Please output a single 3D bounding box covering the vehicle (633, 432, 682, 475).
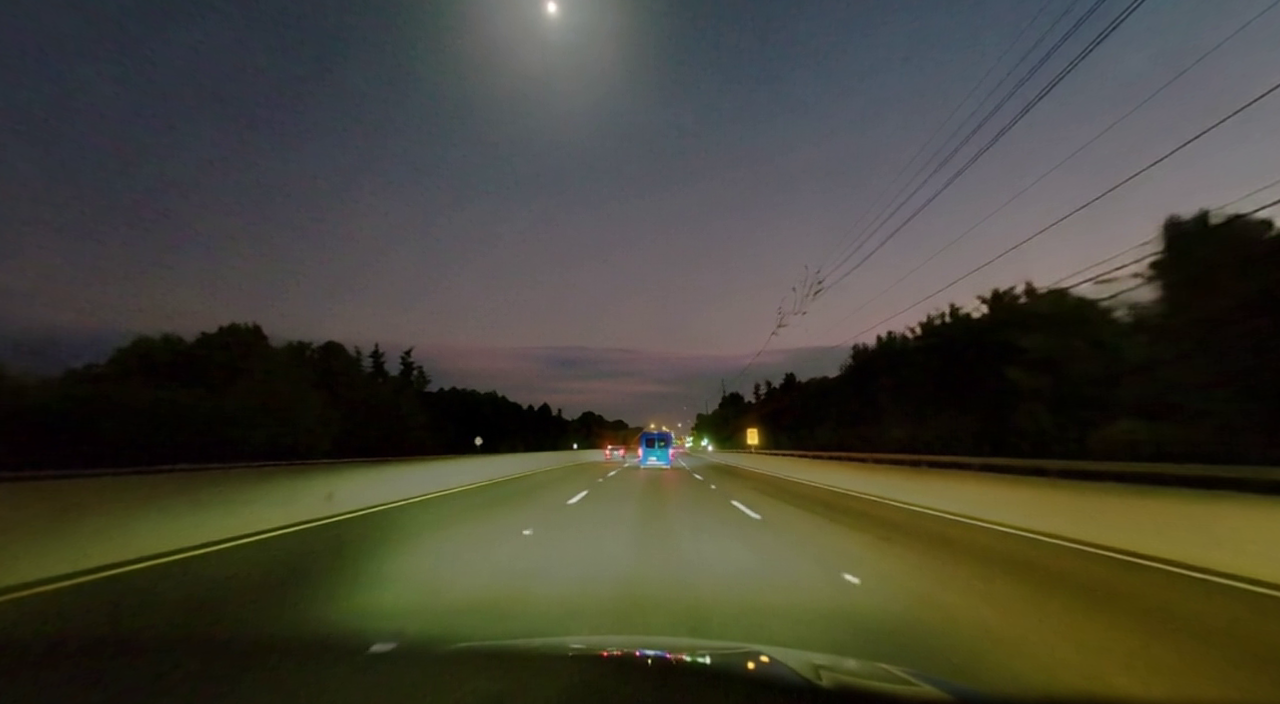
[{"bbox_3d":[0.903,5.114,31.895,2.261,1.969,5.104,0,-9,2],"label":"vehicle"}]
